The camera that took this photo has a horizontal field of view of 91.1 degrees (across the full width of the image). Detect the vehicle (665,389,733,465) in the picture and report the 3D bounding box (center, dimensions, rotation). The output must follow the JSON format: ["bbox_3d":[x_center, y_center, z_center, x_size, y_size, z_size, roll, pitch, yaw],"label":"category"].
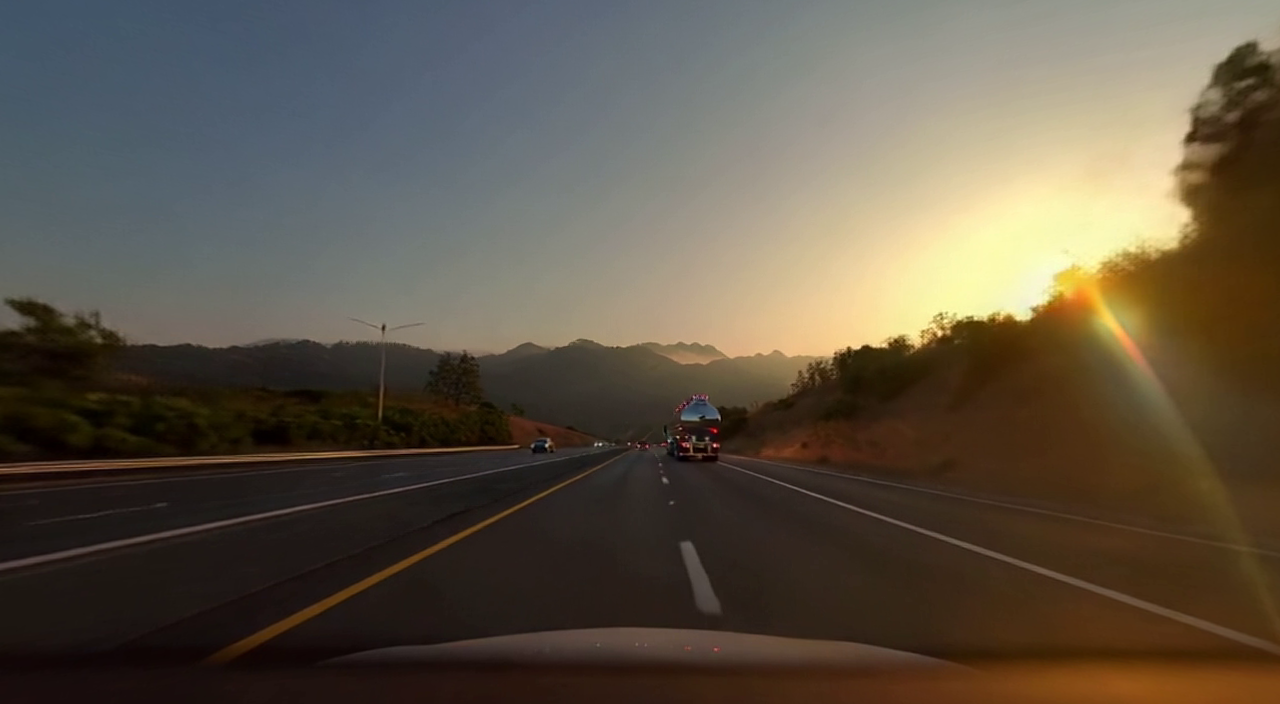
[{"bbox_3d":[3.153,4.455,36.805,2.946,3.745,11.516,0,-8,0],"label":"vehicle"}]
